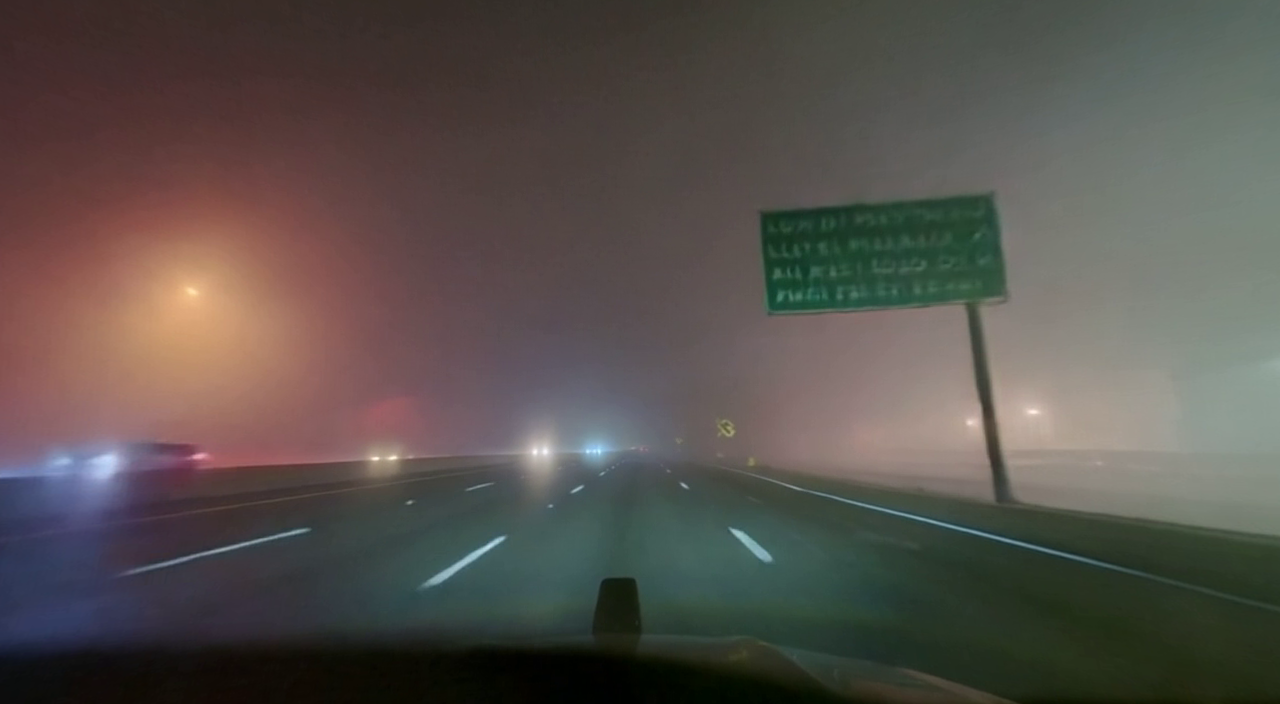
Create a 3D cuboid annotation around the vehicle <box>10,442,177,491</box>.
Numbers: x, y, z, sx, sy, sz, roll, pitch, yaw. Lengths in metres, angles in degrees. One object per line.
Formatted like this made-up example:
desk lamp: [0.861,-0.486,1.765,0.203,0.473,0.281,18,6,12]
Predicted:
vehicle: [-21.121,4.414,24.750,2.197,1.703,4.795,0,-9,0]
